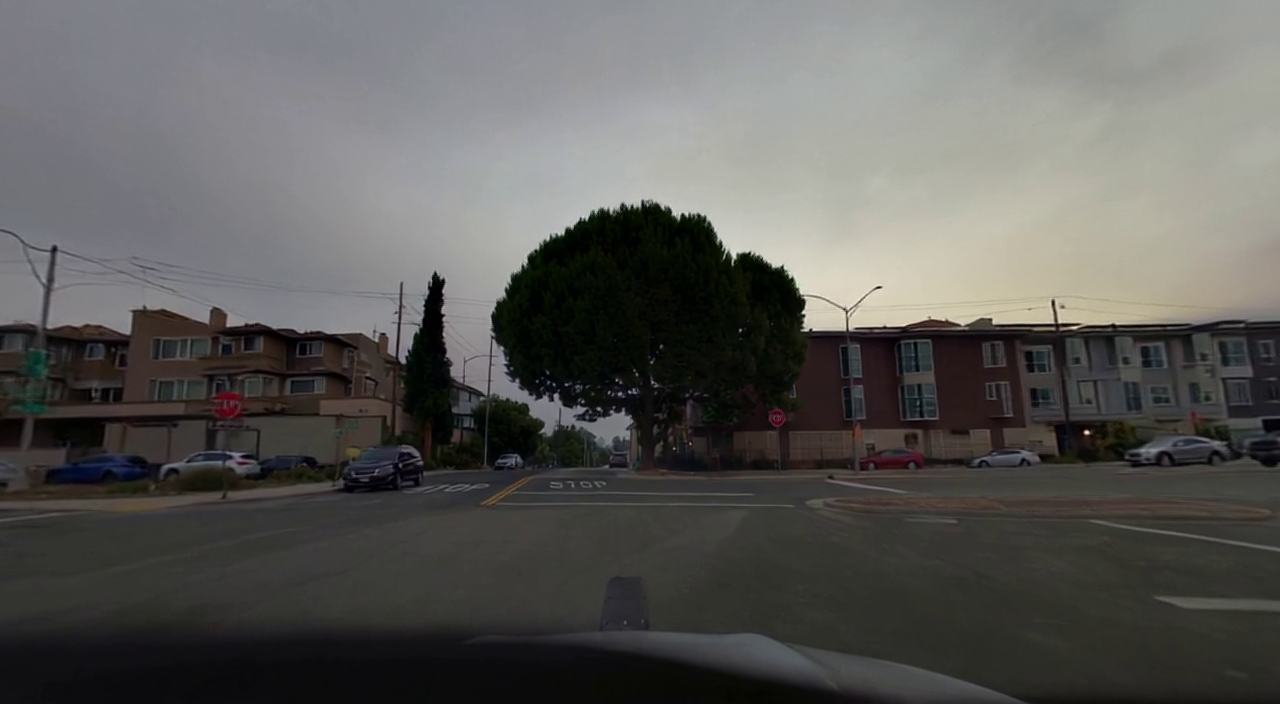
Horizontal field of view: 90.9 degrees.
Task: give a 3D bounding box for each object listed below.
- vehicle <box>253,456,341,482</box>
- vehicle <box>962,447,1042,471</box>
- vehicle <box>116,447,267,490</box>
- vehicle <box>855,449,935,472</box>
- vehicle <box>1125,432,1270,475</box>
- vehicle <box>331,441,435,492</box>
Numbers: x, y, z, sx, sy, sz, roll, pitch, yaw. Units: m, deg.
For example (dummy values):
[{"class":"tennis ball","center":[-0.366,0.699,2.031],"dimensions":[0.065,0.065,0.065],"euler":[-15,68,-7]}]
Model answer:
[{"class":"vehicle","center":[-21.182,7.222,39.087],"dimensions":[4.277,1.527,1.987],"euler":[0,-8,-4]},{"class":"vehicle","center":[24.420,7.219,42.600],"dimensions":[4.323,1.507,1.896],"euler":[1,-8,-5]},{"class":"vehicle","center":[-18.458,4.757,26.186],"dimensions":[2.010,1.583,4.582],"euler":[-6,-10,33]},{"class":"vehicle","center":[16.972,7.221,42.039],"dimensions":[4.528,1.458,1.939],"euler":[1,-7,-6]},{"class":"vehicle","center":[28.152,5.088,31.948],"dimensions":[5.277,2.032,2.408],"euler":[1,-7,-5]},{"class":"vehicle","center":[-9.270,4.182,23.264],"dimensions":[2.156,1.620,4.945],"euler":[0,-9,-5]}]
